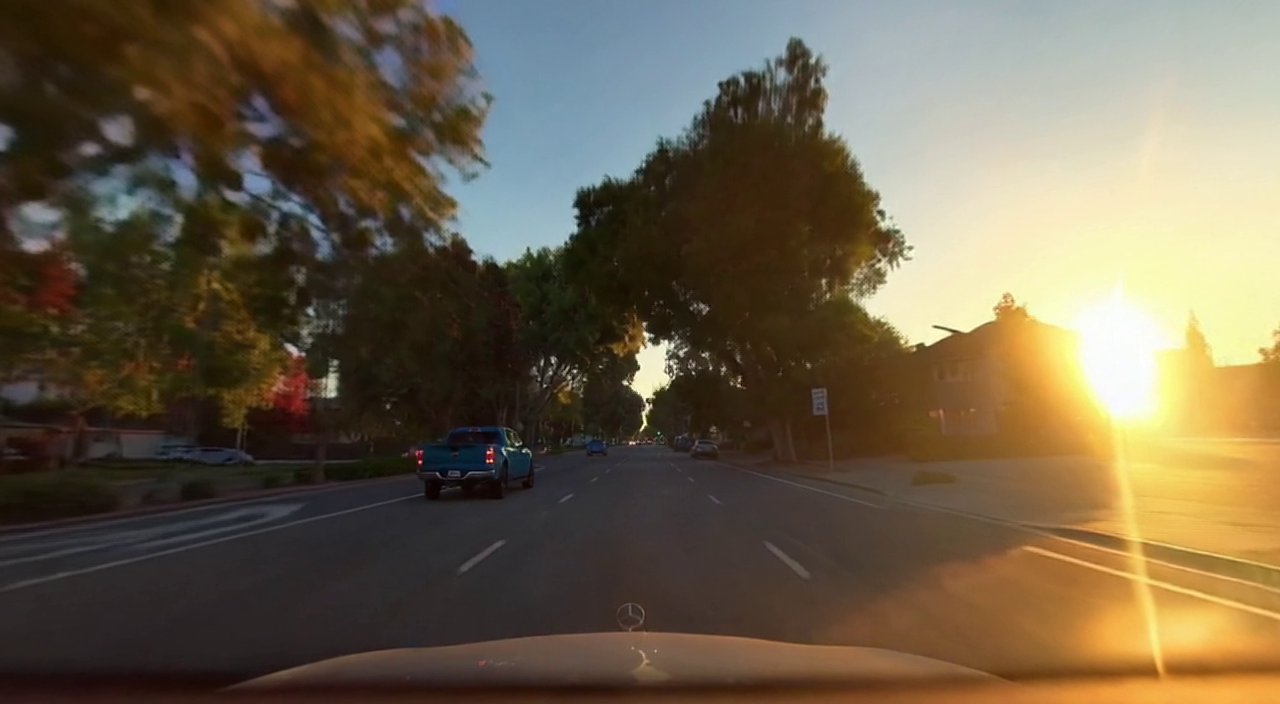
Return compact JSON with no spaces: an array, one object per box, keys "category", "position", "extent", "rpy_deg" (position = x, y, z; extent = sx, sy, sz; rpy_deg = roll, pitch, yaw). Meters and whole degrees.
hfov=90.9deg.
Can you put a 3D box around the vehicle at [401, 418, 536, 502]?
[{"category":"vehicle","position":[-4.052,2.638,15.841],"extent":[2.002,1.747,4.728],"rpy_deg":[0,-8,0]}]

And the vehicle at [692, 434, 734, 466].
[{"category":"vehicle","position":[4.203,5.717,37.025],"extent":[2.016,1.736,4.356],"rpy_deg":[0,-8,1]}]

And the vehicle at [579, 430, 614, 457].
[{"category":"vehicle","position":[-3.311,7.082,48.854],"extent":[2.230,1.987,4.385],"rpy_deg":[0,-8,2]}]
